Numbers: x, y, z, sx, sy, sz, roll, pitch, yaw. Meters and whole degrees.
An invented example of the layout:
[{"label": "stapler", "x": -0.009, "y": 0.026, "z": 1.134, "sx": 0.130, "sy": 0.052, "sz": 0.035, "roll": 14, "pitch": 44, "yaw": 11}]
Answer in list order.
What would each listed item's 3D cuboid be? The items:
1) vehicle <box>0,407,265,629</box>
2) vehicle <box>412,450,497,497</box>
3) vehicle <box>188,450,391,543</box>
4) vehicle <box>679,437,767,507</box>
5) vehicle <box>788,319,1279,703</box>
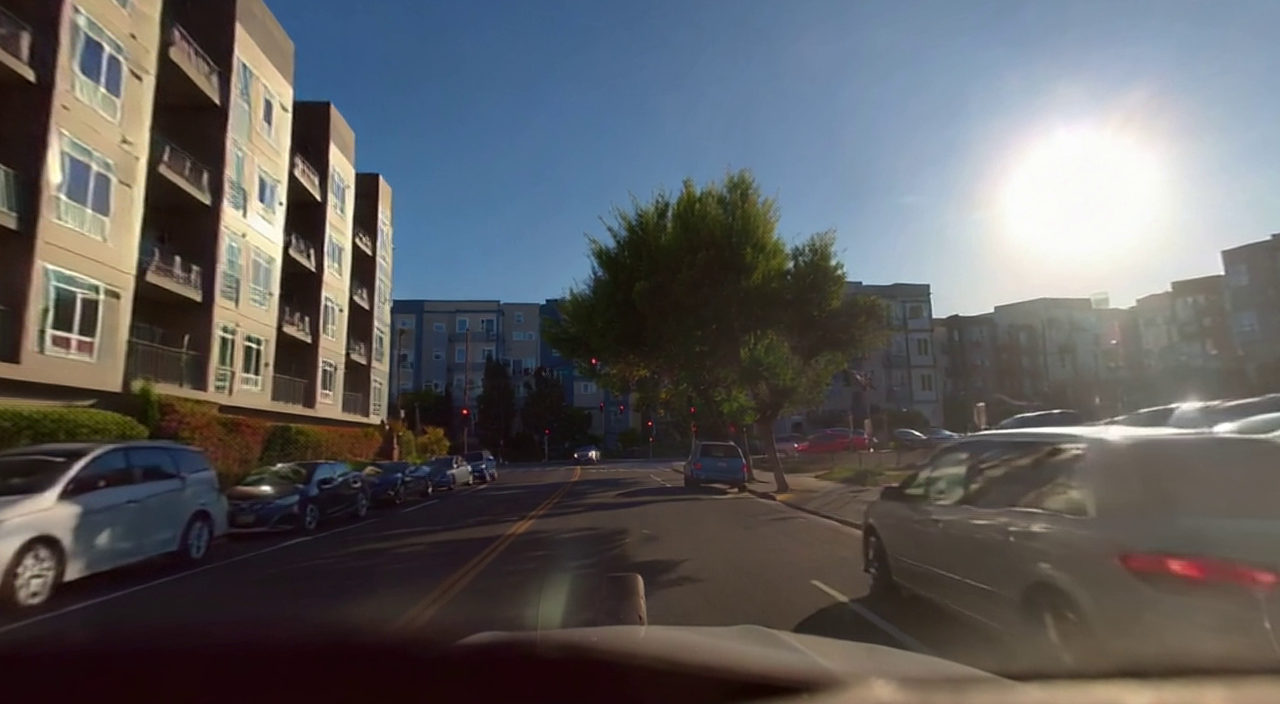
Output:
[{"label": "vehicle", "x": -6.354, "y": 1.606, "z": 6.747, "sx": 1.993, "sy": 1.817, "sz": 4.619, "roll": 0, "pitch": -8, "yaw": -2}, {"label": "vehicle", "x": -6.765, "y": 4.447, "z": 23.551, "sx": 1.934, "sy": 1.484, "sz": 4.630, "roll": 0, "pitch": -8, "yaw": -2}, {"label": "vehicle", "x": -6.667, "y": 2.728, "z": 12.673, "sx": 1.789, "sy": 1.462, "sz": 4.313, "roll": 0, "pitch": -8, "yaw": -3}, {"label": "vehicle", "x": 2.496, "y": 3.723, "z": 20.320, "sx": 2.034, "sy": 1.689, "sz": 4.978, "roll": 0, "pitch": -5, "yaw": -2}, {"label": "vehicle", "x": 2.878, "y": 1.089, "z": 4.642, "sx": 2.408, "sy": 1.815, "sz": 4.462, "roll": 0, "pitch": -8, "yaw": -1}]
